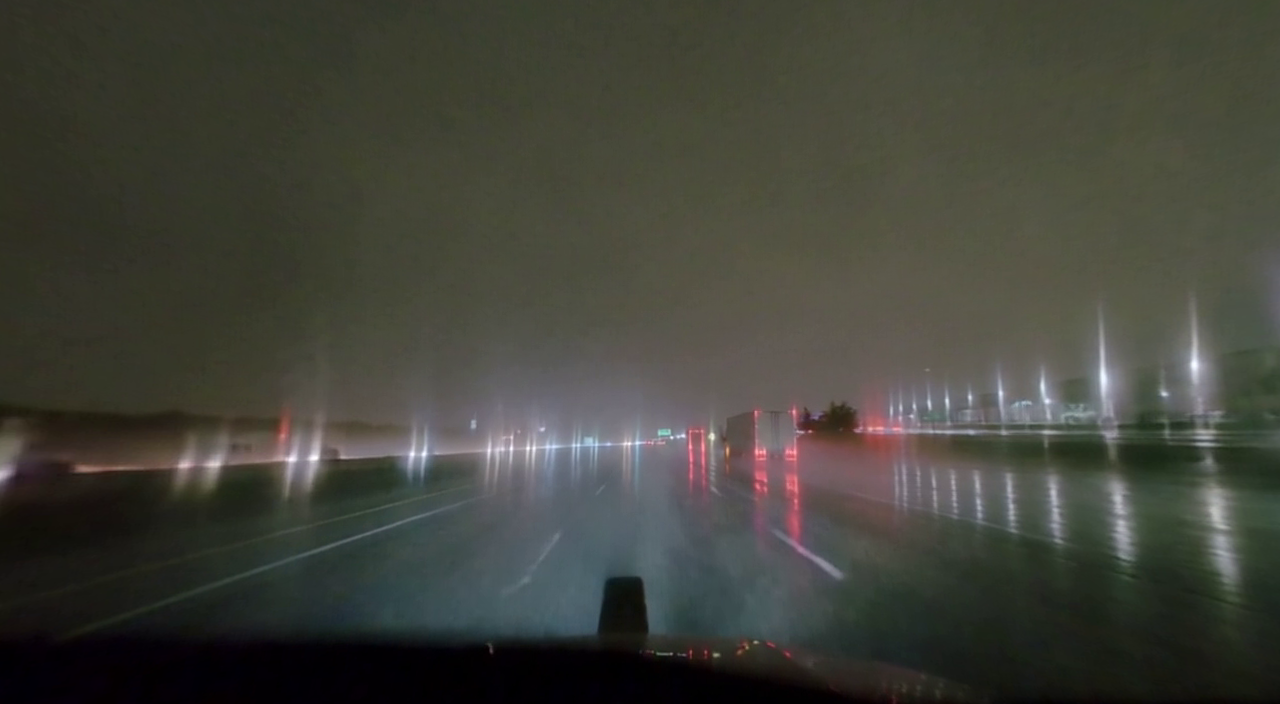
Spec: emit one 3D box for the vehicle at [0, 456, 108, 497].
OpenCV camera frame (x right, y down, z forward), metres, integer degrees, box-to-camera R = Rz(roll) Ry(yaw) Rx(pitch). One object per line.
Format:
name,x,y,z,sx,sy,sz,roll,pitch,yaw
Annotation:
vehicle,-24.751,5.068,25.989,1.756,1.434,4.451,0,-8,0

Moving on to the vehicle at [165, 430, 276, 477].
vehicle,-31.953,7.761,48.619,2.835,3.223,8.210,0,-8,0

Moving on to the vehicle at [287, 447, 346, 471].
vehicle,-24.825,8.189,48.597,2.027,1.748,4.760,0,-8,0
